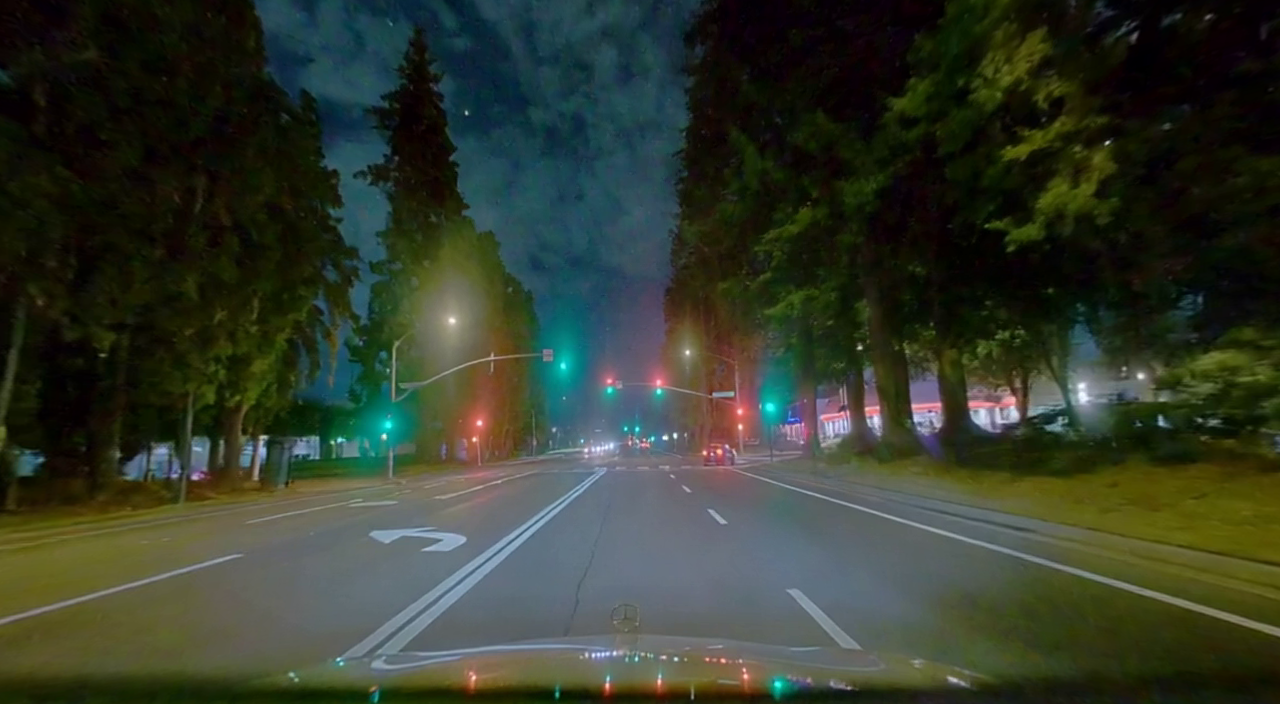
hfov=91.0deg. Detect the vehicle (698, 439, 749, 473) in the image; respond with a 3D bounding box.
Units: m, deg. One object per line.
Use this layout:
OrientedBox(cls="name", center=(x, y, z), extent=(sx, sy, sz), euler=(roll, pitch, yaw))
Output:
OrientedBox(cls="vehicle", center=(3.908, 4.962, 30.320), extent=(2.064, 1.470, 4.610), euler=(-1, -8, 3))
